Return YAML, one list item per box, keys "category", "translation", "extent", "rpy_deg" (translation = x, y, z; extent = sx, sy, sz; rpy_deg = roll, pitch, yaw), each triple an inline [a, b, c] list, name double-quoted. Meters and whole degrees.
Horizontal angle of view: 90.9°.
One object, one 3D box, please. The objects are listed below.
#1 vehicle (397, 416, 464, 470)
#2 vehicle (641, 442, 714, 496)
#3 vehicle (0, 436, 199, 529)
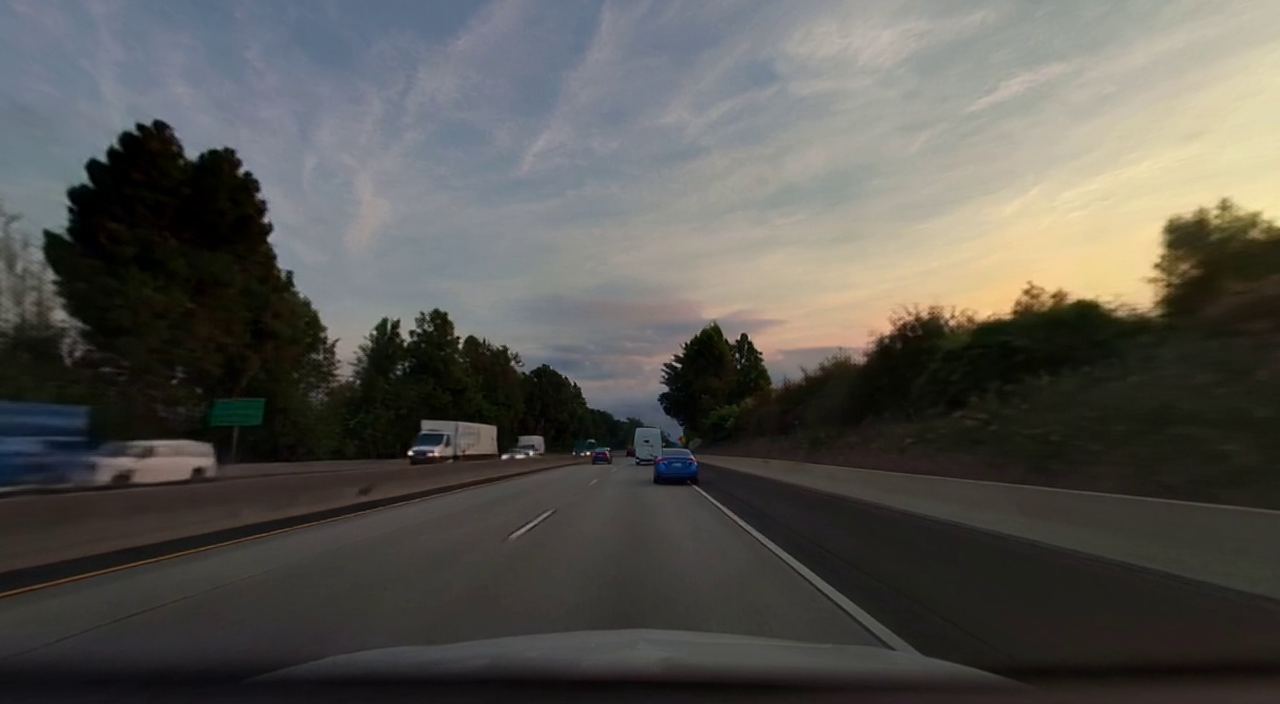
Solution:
- category: "vehicle"
  translation: [-16.357, 7.216, 49.612]
  extent: [2.956, 3.936, 6.173]
  rpy_deg: [0, -9, 1]
- category: "vehicle"
  translation: [1.050, 3.556, 19.482]
  extent: [2.012, 1.485, 3.649]
  rpy_deg: [0, -9, 0]
- category: "vehicle"
  translation: [-12.509, 2.806, 14.123]
  extent: [2.072, 1.742, 4.275]
  rpy_deg: [0, -9, 1]
